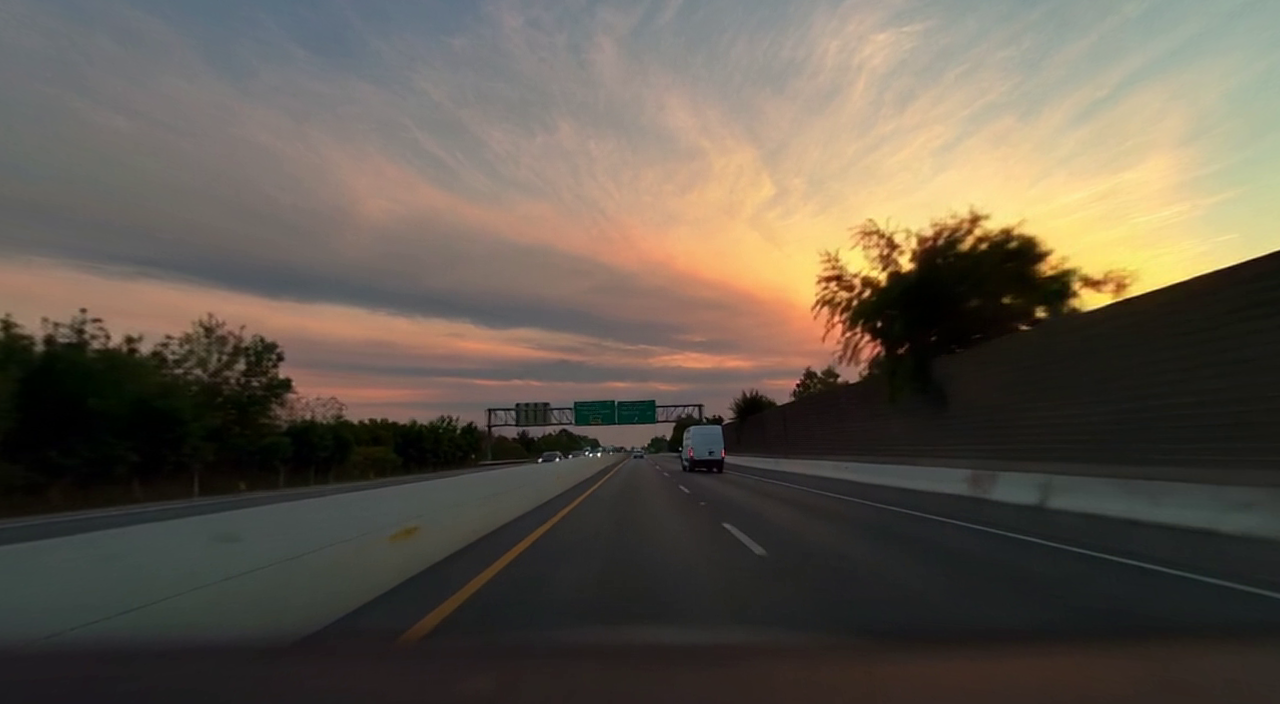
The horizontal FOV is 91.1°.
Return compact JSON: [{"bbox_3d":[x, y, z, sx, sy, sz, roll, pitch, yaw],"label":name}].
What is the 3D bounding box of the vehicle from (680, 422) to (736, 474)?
[{"bbox_3d":[3.954,5.767,37.808,2.449,2.805,6.763,0,-9,-1],"label":"vehicle"}]
